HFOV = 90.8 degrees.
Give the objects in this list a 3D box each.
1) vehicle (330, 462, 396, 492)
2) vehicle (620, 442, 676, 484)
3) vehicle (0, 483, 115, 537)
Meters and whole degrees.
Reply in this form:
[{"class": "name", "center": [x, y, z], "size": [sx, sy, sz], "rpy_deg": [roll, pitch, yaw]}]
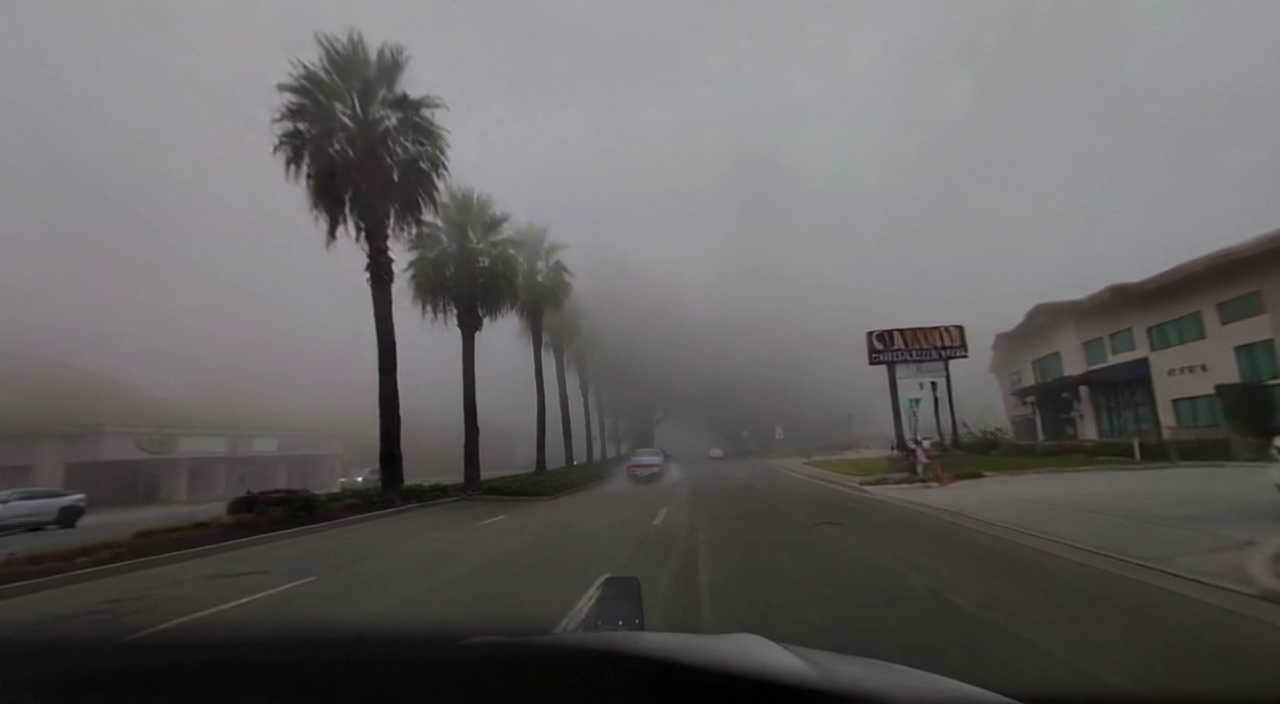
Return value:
[{"class": "vehicle", "center": [-20.186, 9.106, 46.326], "size": [2.294, 1.935, 4.783], "rpy_deg": [-1, -9, 5]}, {"class": "vehicle", "center": [0.450, 5.092, 29.303], "size": [2.147, 1.745, 4.648], "rpy_deg": [-1, -9, 6]}, {"class": "vehicle", "center": [-22.140, 5.675, 22.997], "size": [1.929, 1.552, 4.488], "rpy_deg": [-1, -9, 4]}]
